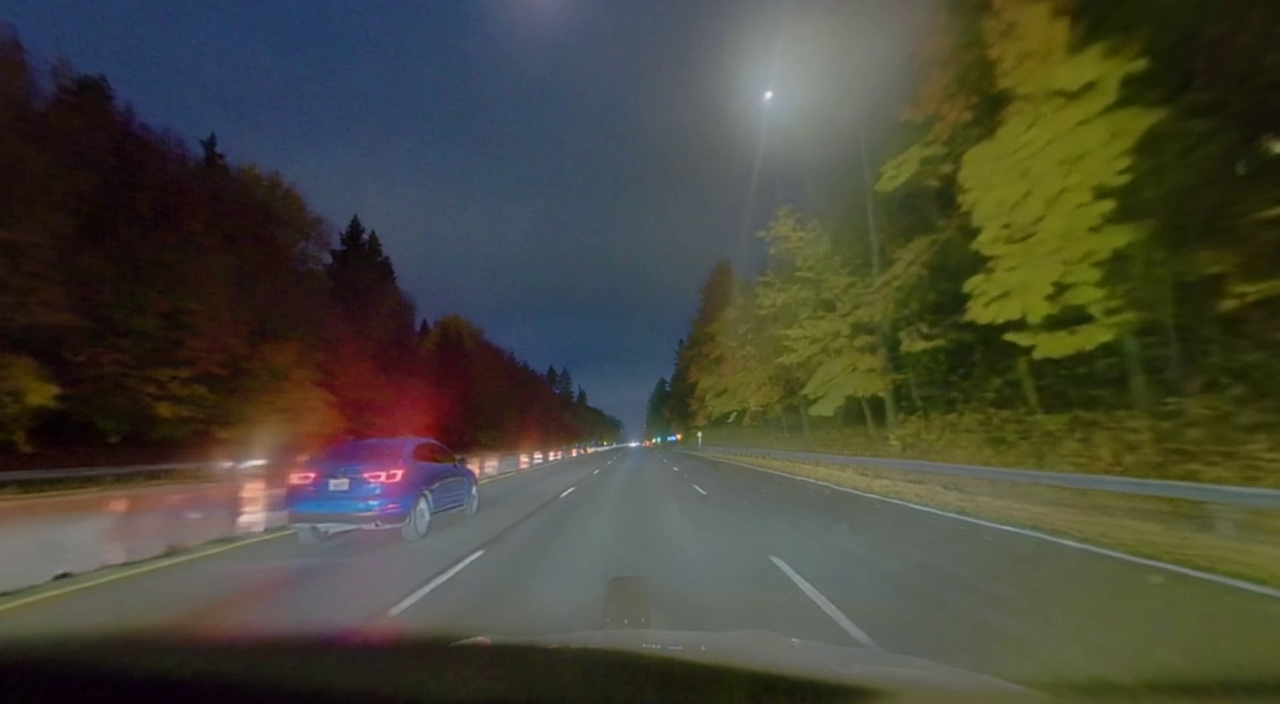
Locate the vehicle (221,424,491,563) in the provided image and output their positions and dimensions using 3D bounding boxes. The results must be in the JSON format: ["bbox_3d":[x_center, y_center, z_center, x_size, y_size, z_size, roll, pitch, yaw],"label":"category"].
[{"bbox_3d":[-3.611,1.844,8.975,1.902,1.505,4.016,0,-8,1],"label":"vehicle"}]
